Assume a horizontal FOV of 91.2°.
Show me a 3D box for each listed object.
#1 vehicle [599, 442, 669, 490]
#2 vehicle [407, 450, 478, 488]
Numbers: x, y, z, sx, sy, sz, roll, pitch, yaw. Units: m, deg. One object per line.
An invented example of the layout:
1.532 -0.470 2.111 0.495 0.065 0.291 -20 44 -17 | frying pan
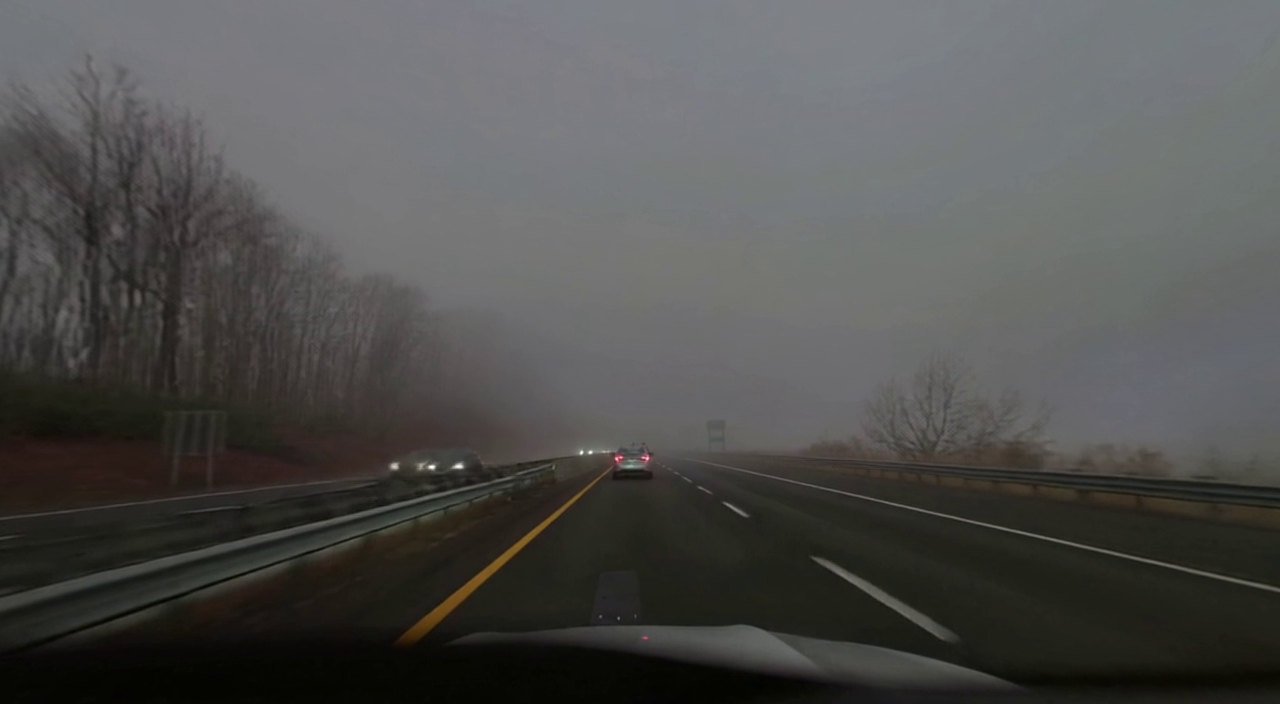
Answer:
-0.255 3.981 22.177 2.244 1.506 4.097 0 -9 -1 | vehicle
-8.657 5.134 27.805 1.889 1.493 4.022 0 -9 -1 | vehicle
